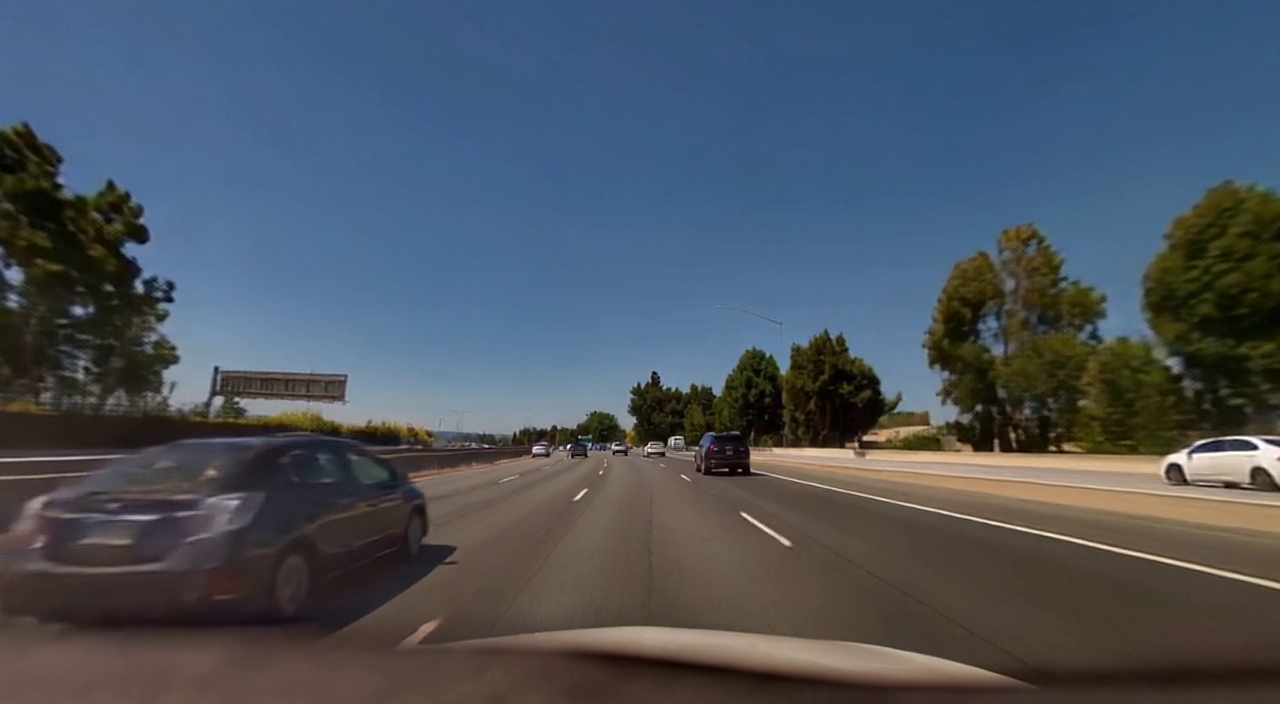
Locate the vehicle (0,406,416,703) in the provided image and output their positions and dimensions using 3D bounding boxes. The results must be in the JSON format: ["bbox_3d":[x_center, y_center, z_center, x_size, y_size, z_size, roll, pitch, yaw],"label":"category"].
[{"bbox_3d":[-3.778,1.349,5.050,2.183,1.486,4.848,-1,-9,0],"label":"vehicle"}]

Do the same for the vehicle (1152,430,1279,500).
[{"bbox_3d":[15.625,2.712,15.358,2.033,1.580,4.752,0,-9,-5],"label":"vehicle"}]

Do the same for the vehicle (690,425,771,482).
[{"bbox_3d":[3.081,3.592,22.440,2.043,1.795,4.347,0,-9,-3],"label":"vehicle"}]
